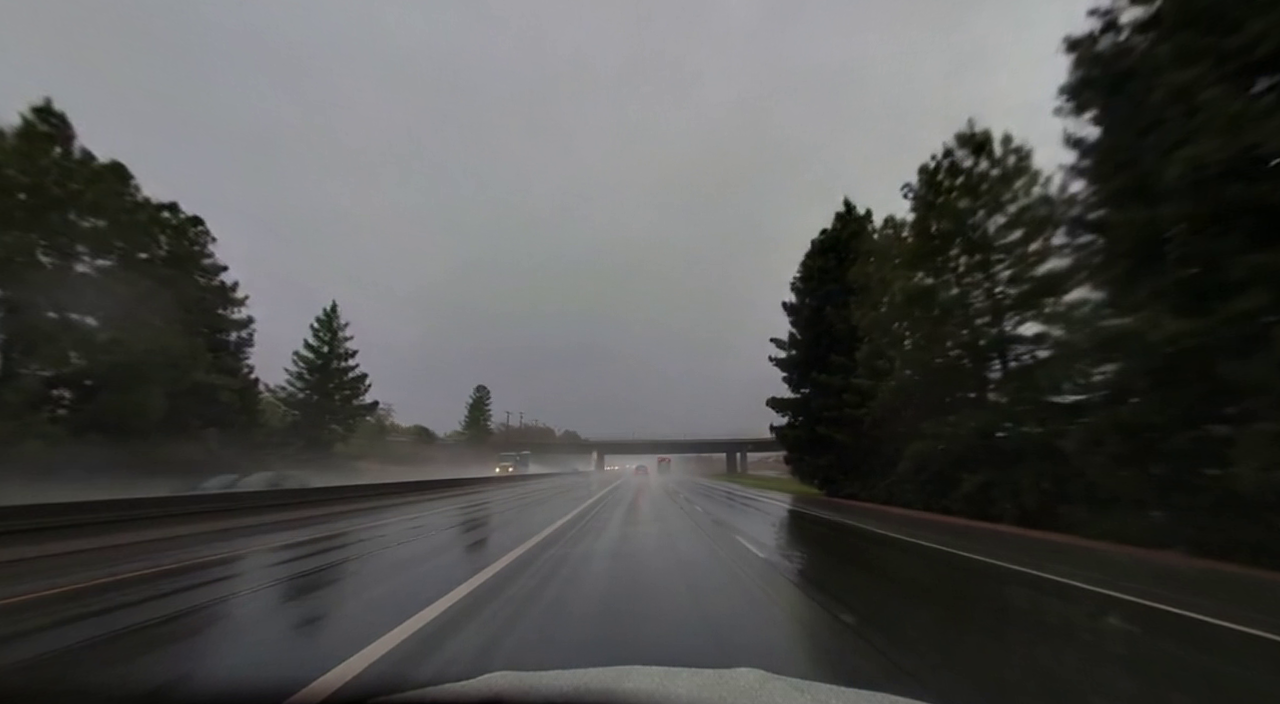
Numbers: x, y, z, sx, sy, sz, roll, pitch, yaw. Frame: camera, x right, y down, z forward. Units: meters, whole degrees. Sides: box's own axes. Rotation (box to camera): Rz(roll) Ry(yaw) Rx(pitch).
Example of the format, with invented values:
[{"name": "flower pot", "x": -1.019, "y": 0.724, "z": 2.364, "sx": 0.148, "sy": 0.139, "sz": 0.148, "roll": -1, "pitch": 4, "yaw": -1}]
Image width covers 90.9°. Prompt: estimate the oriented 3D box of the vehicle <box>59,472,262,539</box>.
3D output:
[{"name": "vehicle", "x": -12.092, "y": 3.860, "z": 16.352, "sx": 1.872, "sy": 1.435, "sz": 4.267, "roll": 1, "pitch": -11, "yaw": 0}]
